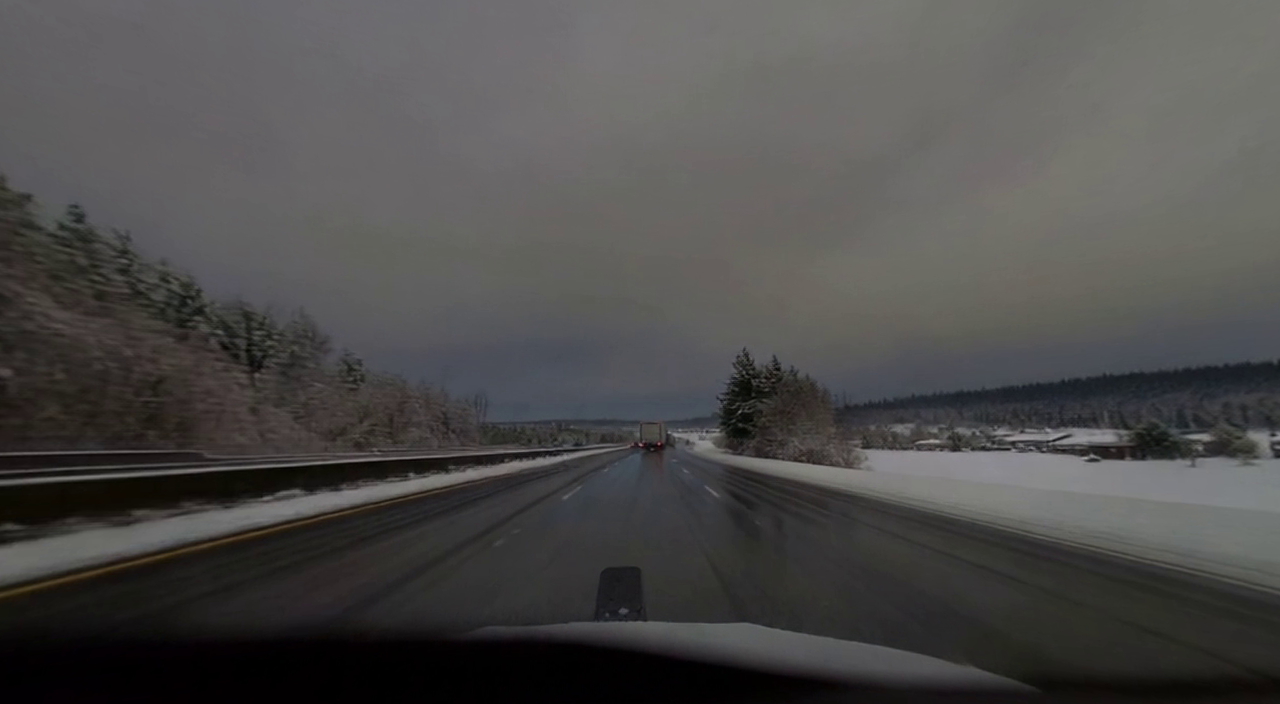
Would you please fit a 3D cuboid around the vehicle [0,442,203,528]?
[{"bbox_3d":[-12.193,2.703,13.469,2.110,1.488,4.893,0,-9,1],"label":"vehicle"}]
